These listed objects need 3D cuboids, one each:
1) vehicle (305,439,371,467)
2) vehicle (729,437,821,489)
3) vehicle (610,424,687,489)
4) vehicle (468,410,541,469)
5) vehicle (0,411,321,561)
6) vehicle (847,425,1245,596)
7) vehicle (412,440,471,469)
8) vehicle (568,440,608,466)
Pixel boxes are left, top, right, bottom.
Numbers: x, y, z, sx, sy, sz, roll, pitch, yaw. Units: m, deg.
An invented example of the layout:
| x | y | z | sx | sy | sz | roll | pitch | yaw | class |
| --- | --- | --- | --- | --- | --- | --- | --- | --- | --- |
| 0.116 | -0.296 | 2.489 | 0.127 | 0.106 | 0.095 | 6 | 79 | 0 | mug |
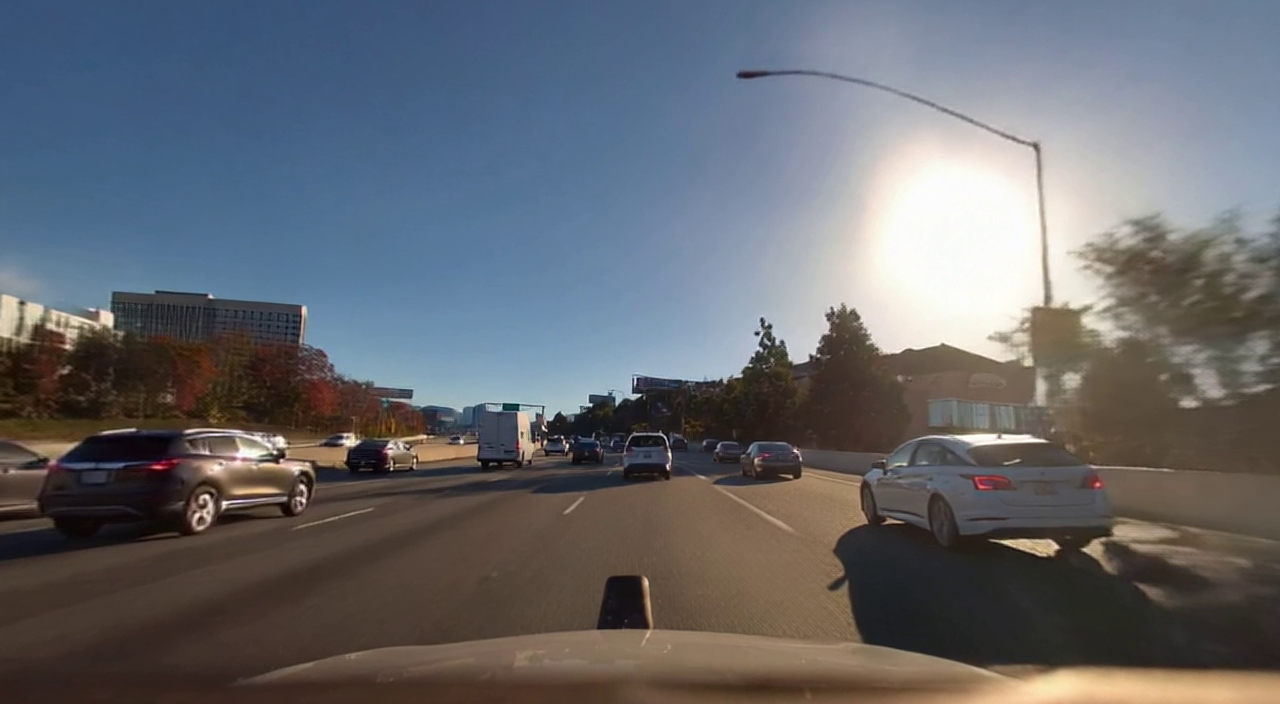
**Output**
| x | y | z | sx | sy | sz | roll | pitch | yaw | class |
| --- | --- | --- | --- | --- | --- | --- | --- | --- | --- |
| -17.073 | 5.723 | 35.852 | 1.848 | 1.487 | 3.805 | 0 | -8 | 1 | vehicle |
| 4.242 | 3.568 | 20.641 | 1.942 | 1.487 | 4.518 | 0 | -8 | -1 | vehicle |
| 0.266 | 3.353 | 20.612 | 2.209 | 1.863 | 4.626 | 0 | -8 | 0 | vehicle |
| -7.048 | 4.718 | 33.763 | 2.358 | 2.817 | 7.055 | 0 | -8 | 0 | vehicle |
| -6.872 | 1.799 | 9.207 | 2.021 | 1.632 | 4.417 | 0 | -8 | 1 | vehicle |
| 4.297 | 1.720 | 7.829 | 1.915 | 1.482 | 4.537 | 0 | -8 | 0 | vehicle |
| -10.872 | 5.622 | 34.821 | 1.923 | 1.480 | 3.905 | 0 | -8 | 1 | vehicle |
| -3.142 | 6.216 | 39.120 | 2.079 | 1.499 | 4.512 | 0 | -8 | 1 | vehicle |
